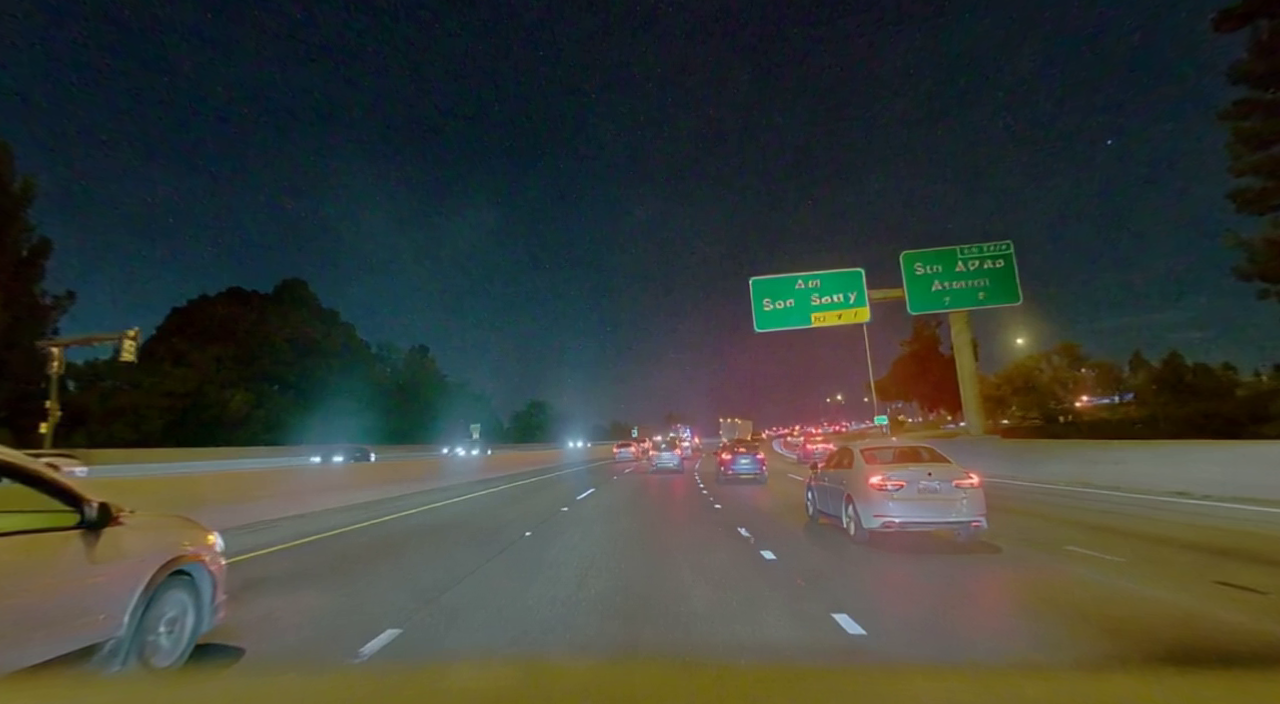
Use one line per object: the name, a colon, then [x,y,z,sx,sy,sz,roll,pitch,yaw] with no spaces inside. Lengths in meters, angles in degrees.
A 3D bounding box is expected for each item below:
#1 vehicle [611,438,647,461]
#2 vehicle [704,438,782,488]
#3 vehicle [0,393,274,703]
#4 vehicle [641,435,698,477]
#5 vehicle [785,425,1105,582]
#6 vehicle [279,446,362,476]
vehicle: [-0.715,6.899,44.649,2.059,1.516,4.236,-1,-9,6]
vehicle: [3.356,3.714,21.367,2.009,1.489,4.559,0,-9,2]
vehicle: [-3.218,0.824,1.510,1.937,1.558,4.469,0,-9,1]
vehicle: [1.267,4.321,26.304,2.201,1.614,3.803,-1,-9,3]
vehicle: [3.476,1.821,8.460,2.014,1.489,4.696,0,-9,1]
vehicle: [-18.249,6.233,36.282,1.998,1.557,4.757,-1,-9,5]
